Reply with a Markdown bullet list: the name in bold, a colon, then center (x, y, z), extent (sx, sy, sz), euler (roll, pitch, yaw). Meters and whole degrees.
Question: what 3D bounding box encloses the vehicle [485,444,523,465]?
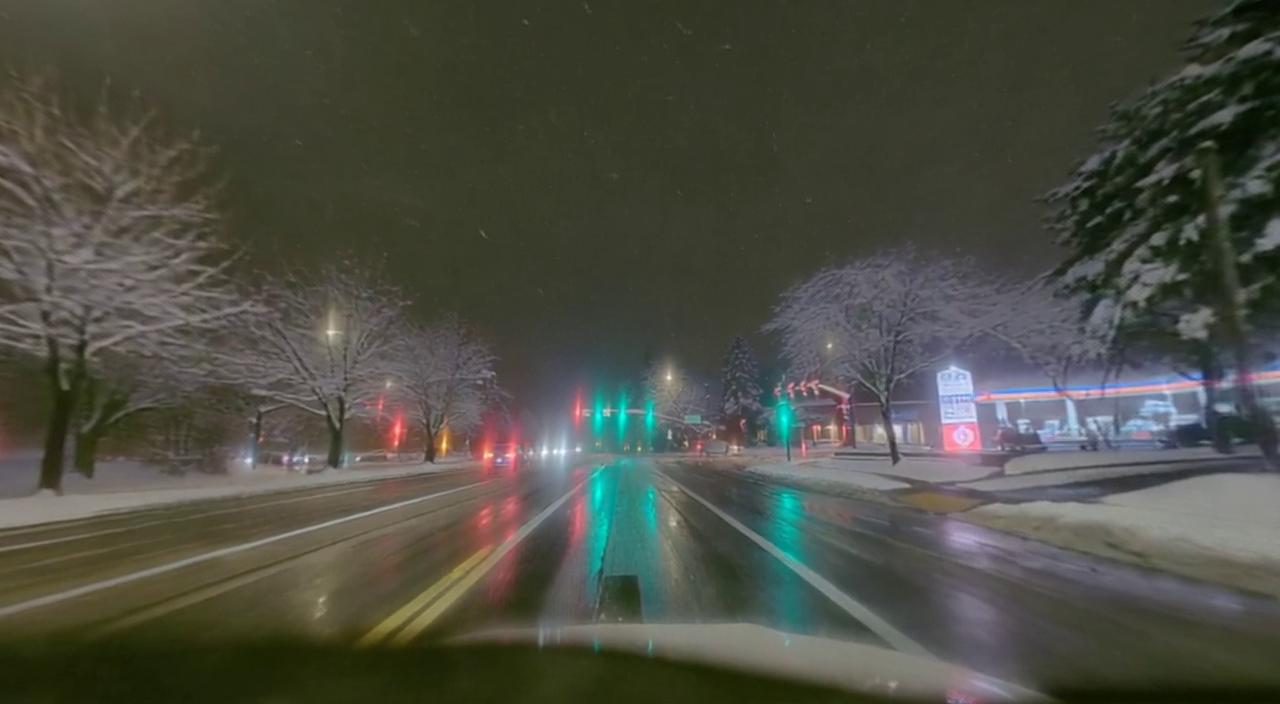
- **vehicle**: center (-10.379, 7.842, 48.387), extent (1.899, 1.460, 4.880), euler (0, -8, 0)
